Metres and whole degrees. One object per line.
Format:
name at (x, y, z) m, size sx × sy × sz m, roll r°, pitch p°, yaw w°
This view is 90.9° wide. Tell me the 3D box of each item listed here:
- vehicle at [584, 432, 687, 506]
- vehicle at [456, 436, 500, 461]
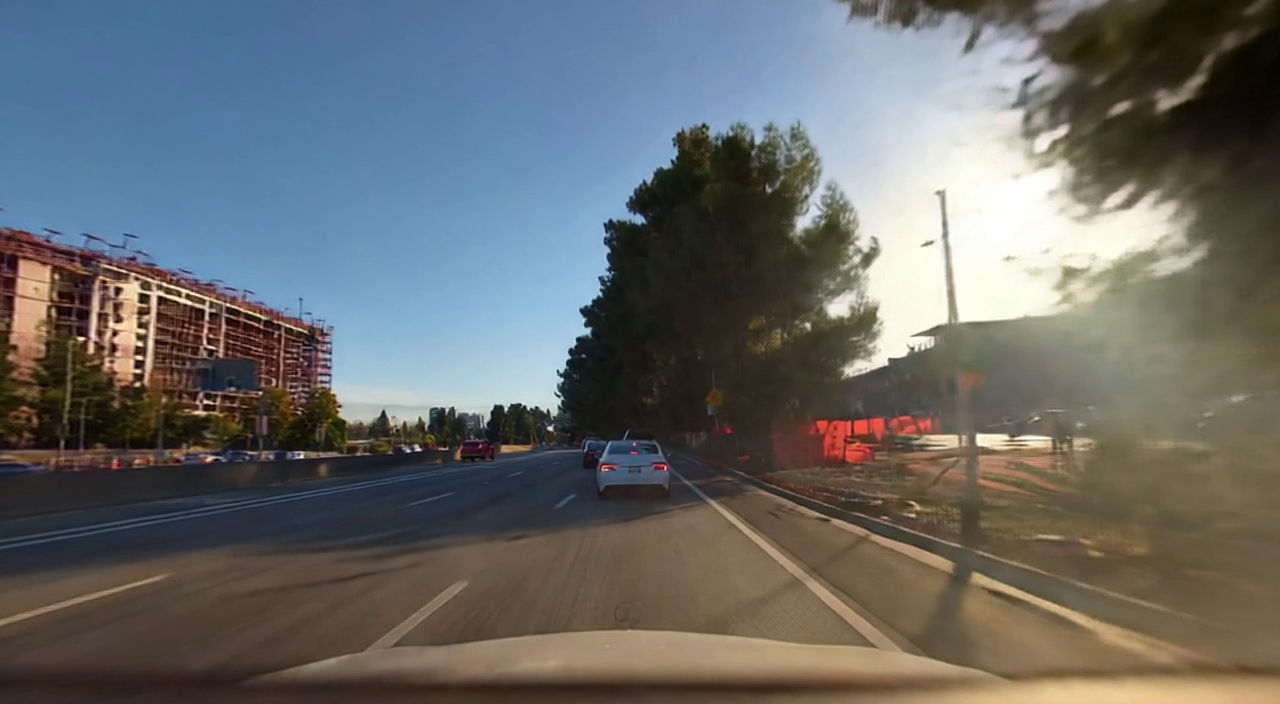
vehicle at (-0.095, 2.690, 14.943) m, size 2.112 × 1.482 × 4.076 m, roll 0°, pitch -8°, yaw 0°
vehicle at (-10.297, 6.101, 39.793) m, size 2.072 × 1.465 × 4.394 m, roll 3°, pitch -9°, yaw -22°
